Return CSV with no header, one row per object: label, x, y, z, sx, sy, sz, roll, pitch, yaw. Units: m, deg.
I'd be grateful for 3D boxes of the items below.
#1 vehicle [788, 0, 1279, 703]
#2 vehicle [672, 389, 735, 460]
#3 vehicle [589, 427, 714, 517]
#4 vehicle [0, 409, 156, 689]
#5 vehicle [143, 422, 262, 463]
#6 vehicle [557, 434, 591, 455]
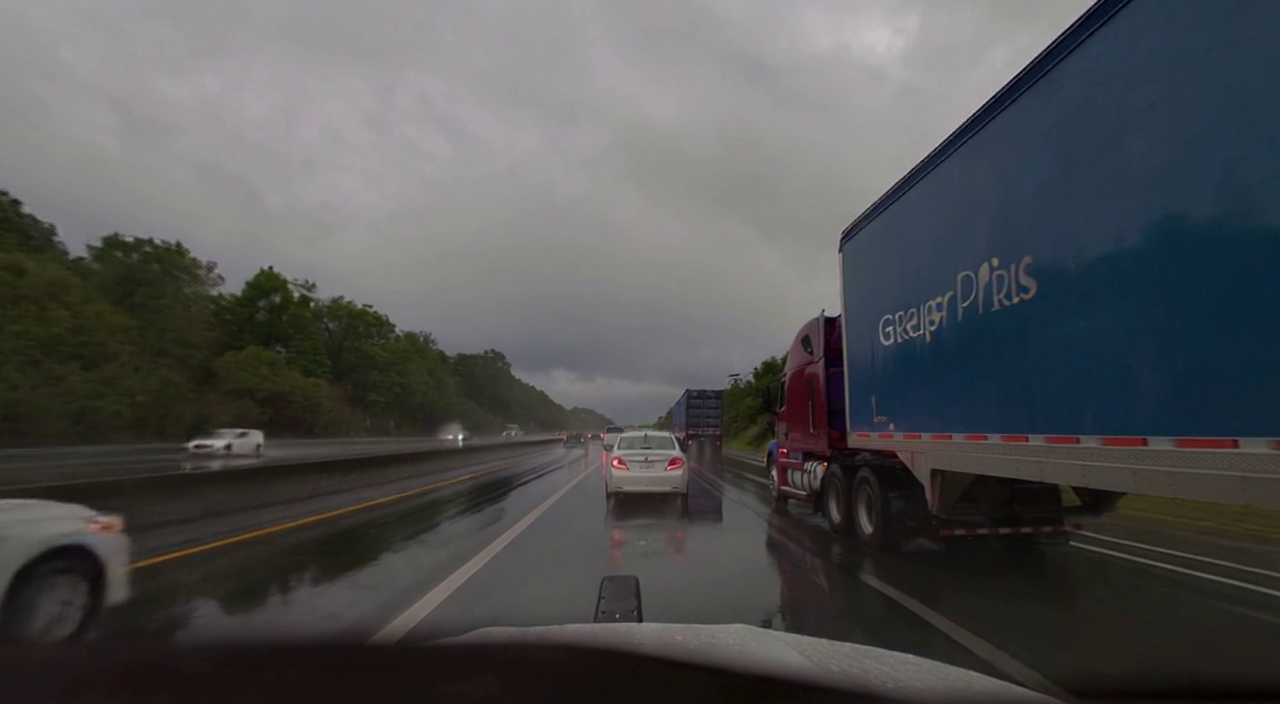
vehicle,4.158,-0.082,4.315,2.816,4.070,14.136,0,-8,0
vehicle,3.977,5.078,43.112,2.869,4.067,13.731,0,-8,0
vehicle,0.171,2.186,12.010,2.021,1.435,3.611,0,-8,-1
vehicle,-4.374,0.866,2.068,2.048,1.452,4.430,0,-8,0
vehicle,-22.210,4.630,32.351,2.126,1.905,5.320,0,-8,2
vehicle,-4.793,6.749,46.172,1.983,1.434,4.451,0,-8,0
